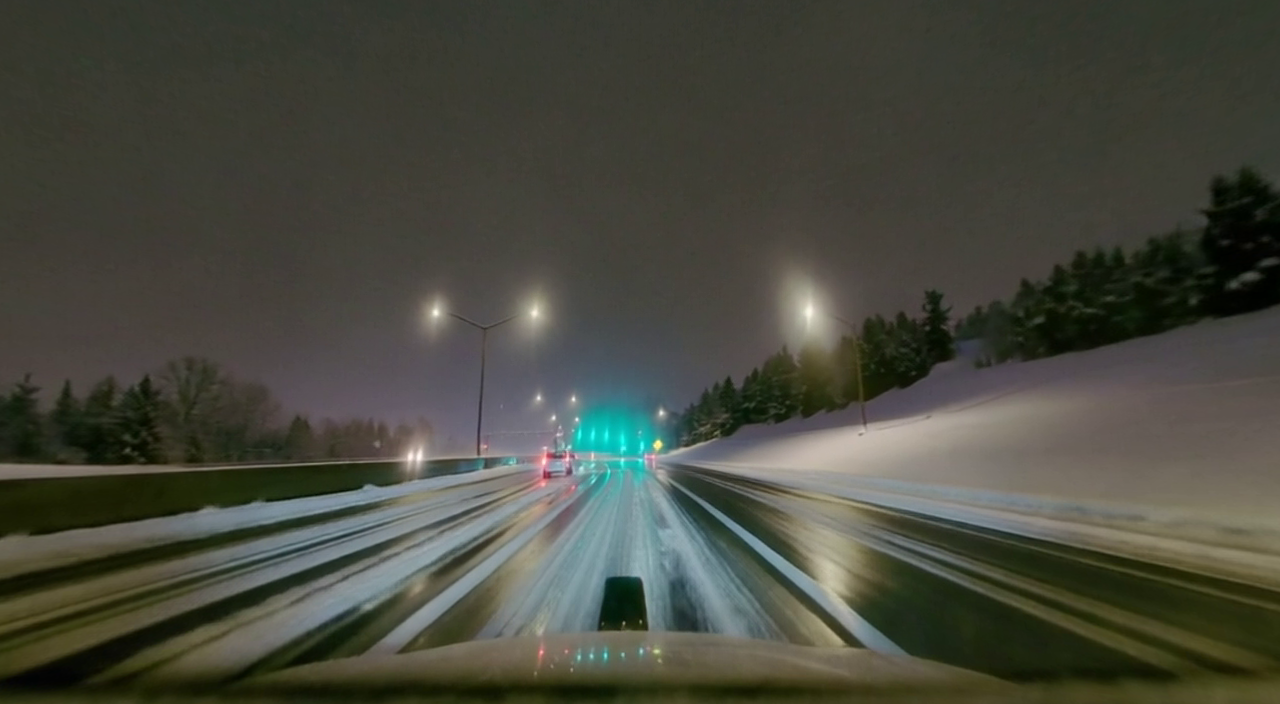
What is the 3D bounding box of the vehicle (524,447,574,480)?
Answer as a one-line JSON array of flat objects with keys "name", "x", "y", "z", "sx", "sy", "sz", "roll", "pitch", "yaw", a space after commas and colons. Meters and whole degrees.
[{"name": "vehicle", "x": -4.495, "y": 5.552, "z": 31.732, "sx": 2.014, "sy": 1.481, "sz": 4.156, "roll": 0, "pitch": -8, "yaw": -2}]
